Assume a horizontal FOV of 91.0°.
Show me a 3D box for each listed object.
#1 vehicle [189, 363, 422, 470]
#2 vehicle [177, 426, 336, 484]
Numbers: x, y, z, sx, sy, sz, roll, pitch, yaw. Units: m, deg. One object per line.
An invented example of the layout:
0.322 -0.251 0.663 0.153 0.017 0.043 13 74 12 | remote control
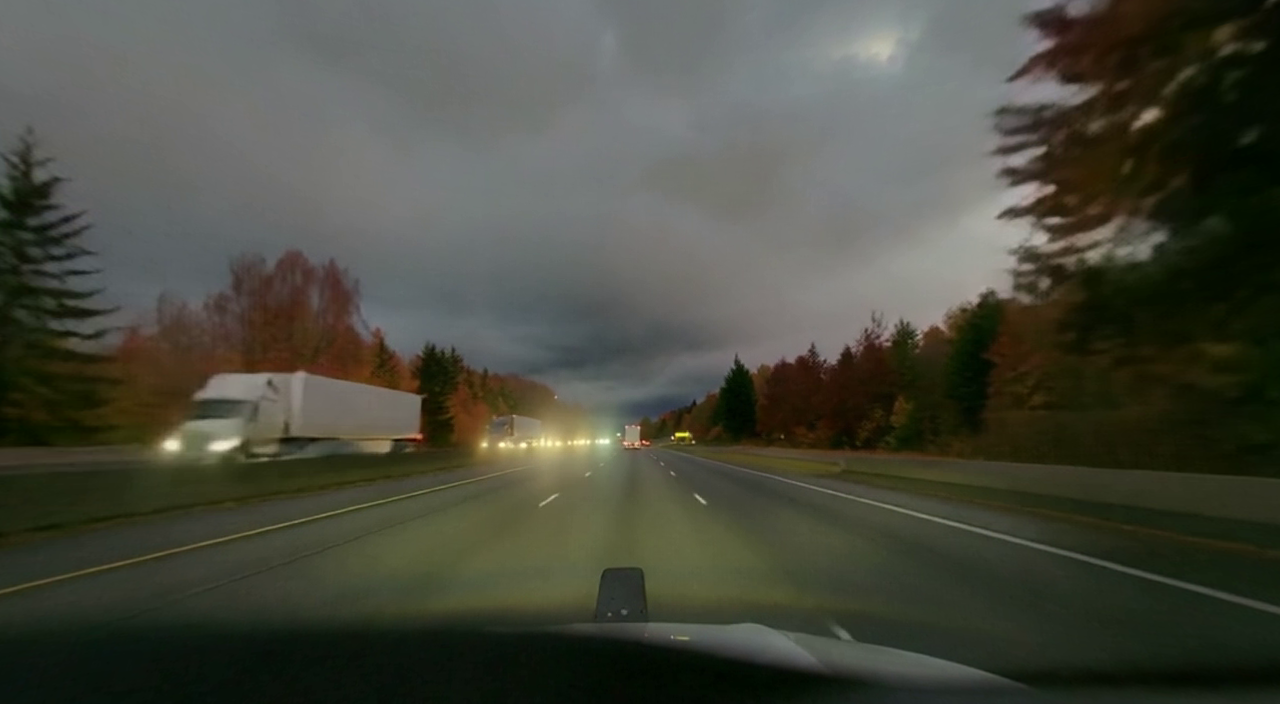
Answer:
-16.006 3.700 33.093 2.997 4.179 16.997 0 -8 0 | vehicle
-11.311 3.061 19.048 1.948 1.519 4.592 0 -8 0 | vehicle
